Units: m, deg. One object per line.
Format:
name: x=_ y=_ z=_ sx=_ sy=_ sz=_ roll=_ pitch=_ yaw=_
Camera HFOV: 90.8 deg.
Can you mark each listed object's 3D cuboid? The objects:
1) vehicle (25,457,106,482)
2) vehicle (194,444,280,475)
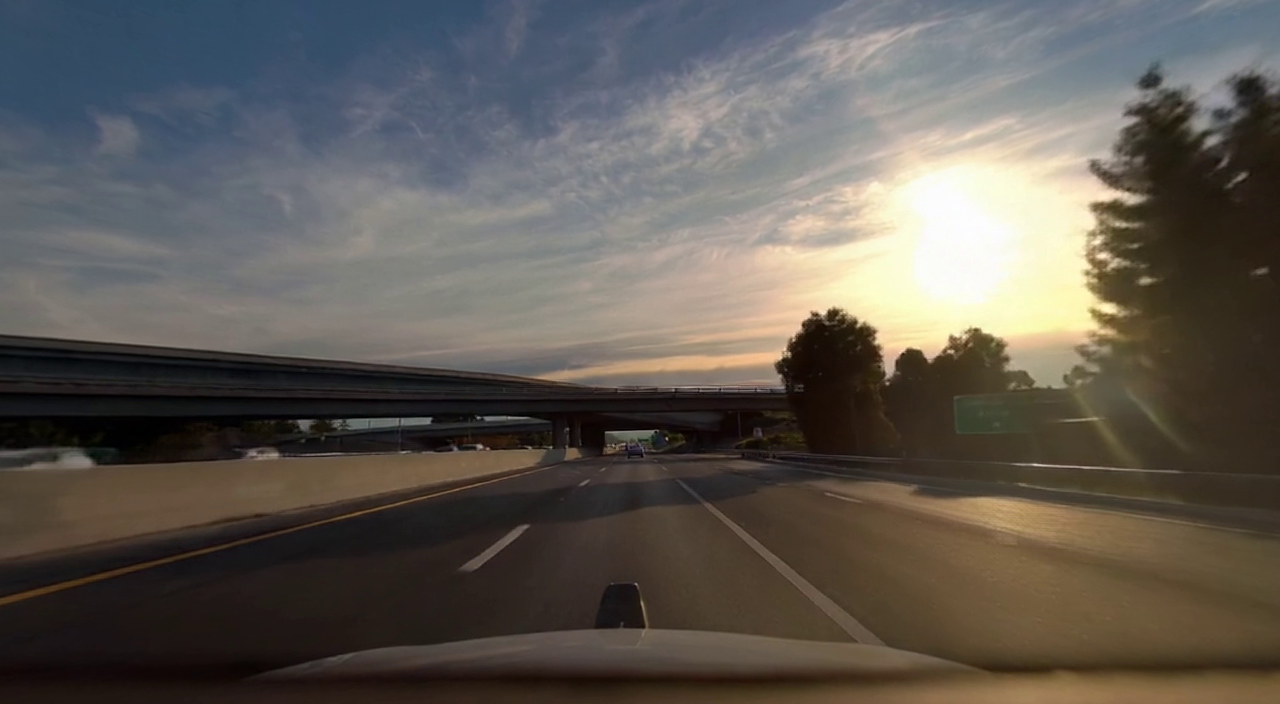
vehicle: x=-44.841 y=9.149 z=49.458 sx=2.358 sy=1.731 sz=4.719 roll=1 pitch=-9 yaw=-9
vehicle: x=-24.050 y=6.430 z=37.979 sx=2.013 sy=1.700 sz=4.797 roll=0 pitch=-9 yaw=0
